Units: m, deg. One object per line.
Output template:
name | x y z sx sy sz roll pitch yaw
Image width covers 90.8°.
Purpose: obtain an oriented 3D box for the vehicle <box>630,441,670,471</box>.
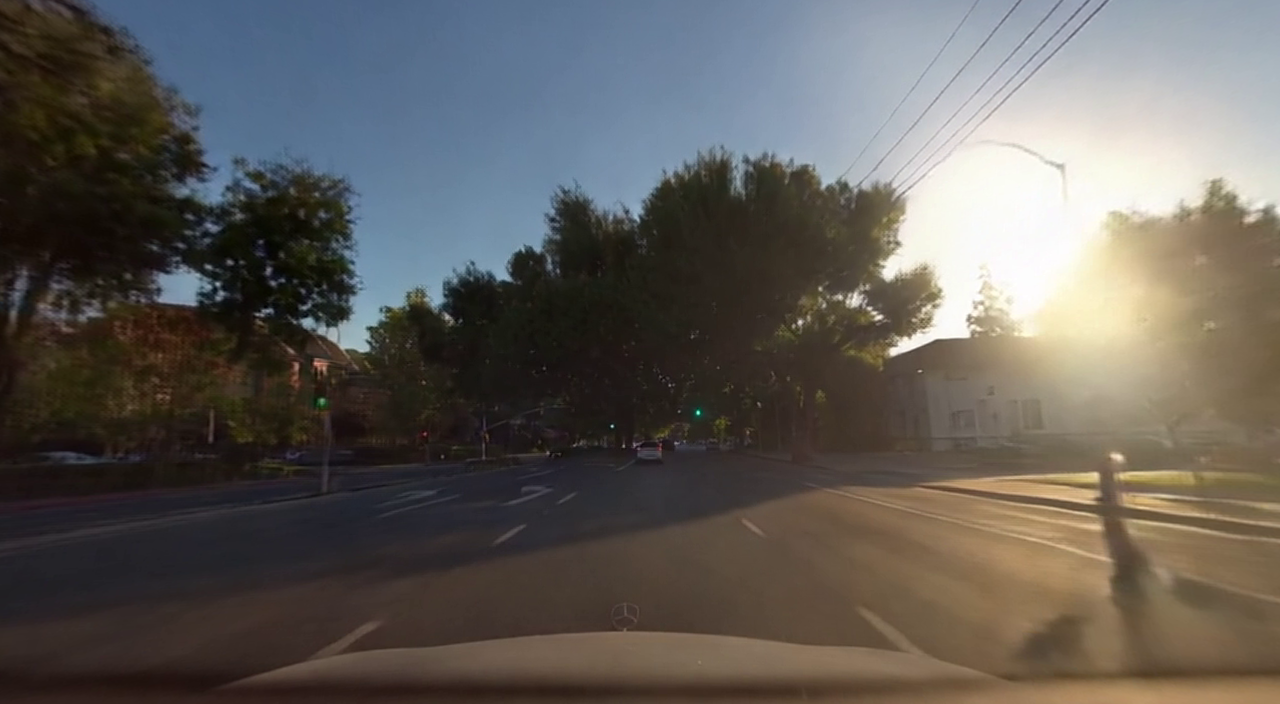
vehicle | 0.607 5.861 35.676 2.037 1.568 3.693 -1 -9 4
